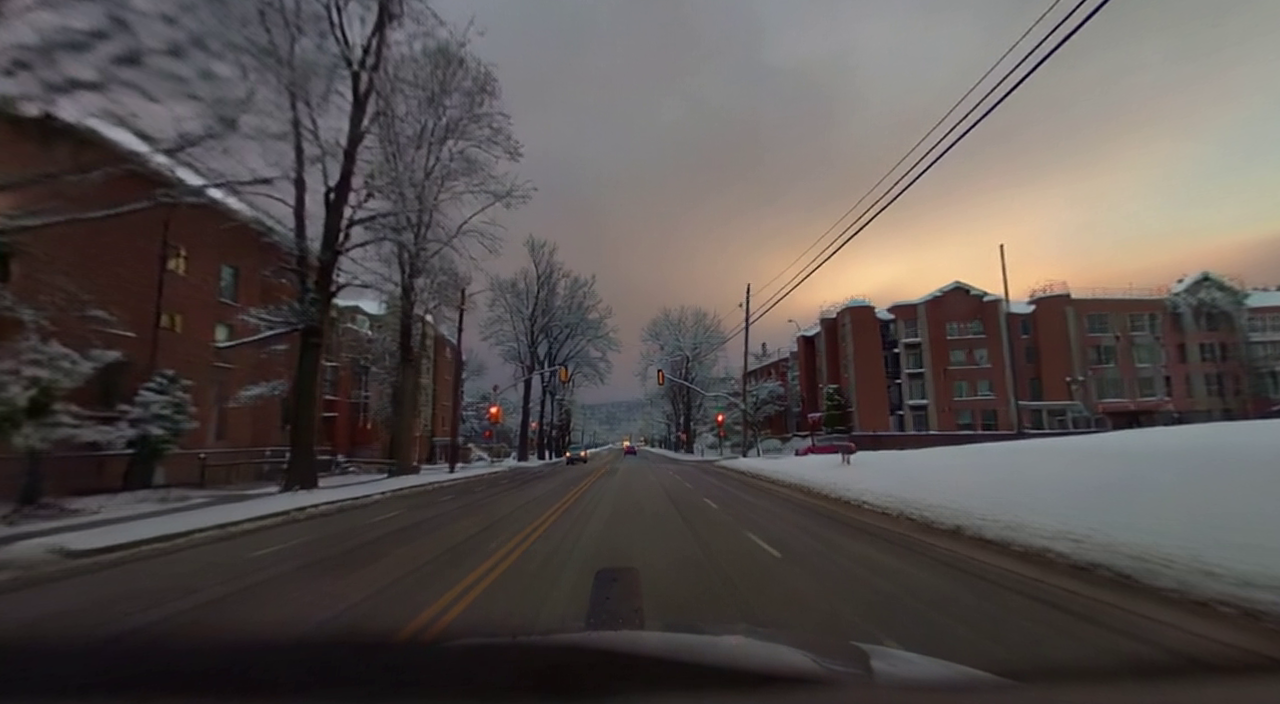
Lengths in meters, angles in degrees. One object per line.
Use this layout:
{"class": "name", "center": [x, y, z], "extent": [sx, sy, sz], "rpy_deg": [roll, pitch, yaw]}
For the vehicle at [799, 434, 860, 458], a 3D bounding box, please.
{"class": "vehicle", "center": [14.497, 7.208, 48.313], "extent": [4.365, 1.702, 1.897], "rpy_deg": [-3, -9, 18]}
